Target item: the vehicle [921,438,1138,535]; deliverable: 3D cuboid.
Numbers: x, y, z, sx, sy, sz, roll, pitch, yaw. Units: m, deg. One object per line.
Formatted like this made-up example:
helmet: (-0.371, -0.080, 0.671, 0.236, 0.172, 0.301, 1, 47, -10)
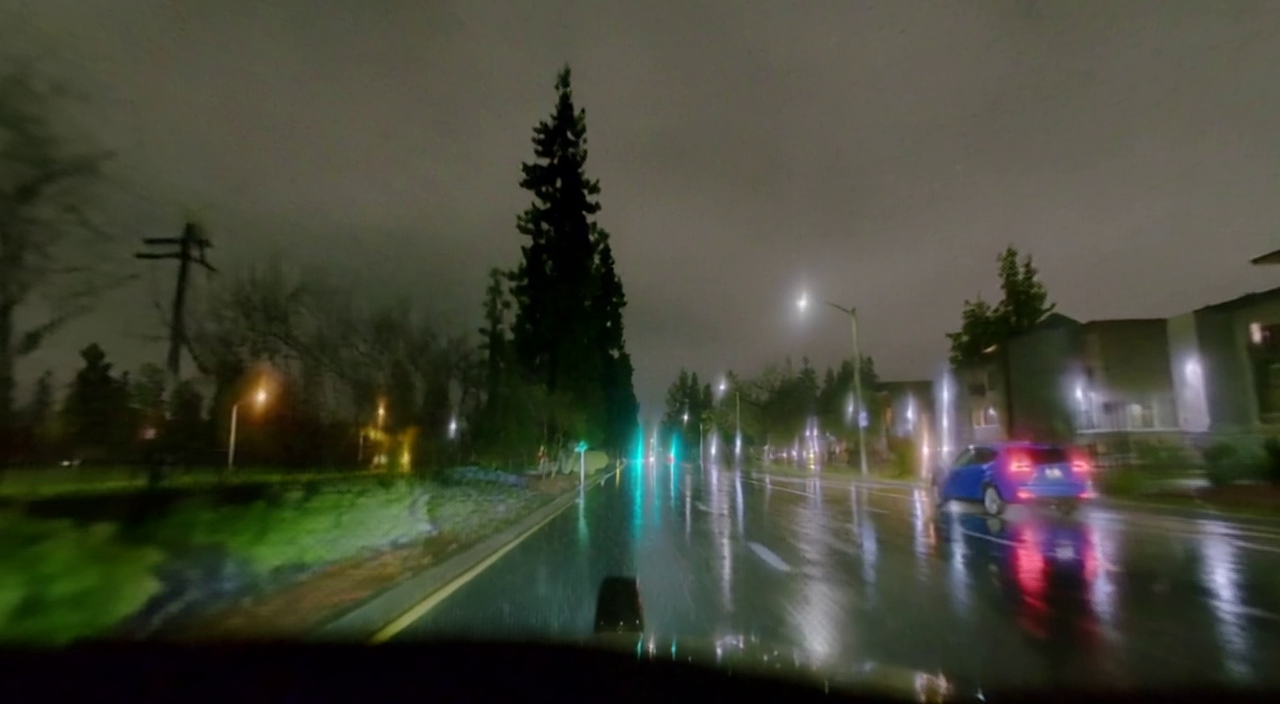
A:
vehicle: (7.057, 2.433, 11.941, 1.797, 1.518, 3.433, 0, -9, -1)
